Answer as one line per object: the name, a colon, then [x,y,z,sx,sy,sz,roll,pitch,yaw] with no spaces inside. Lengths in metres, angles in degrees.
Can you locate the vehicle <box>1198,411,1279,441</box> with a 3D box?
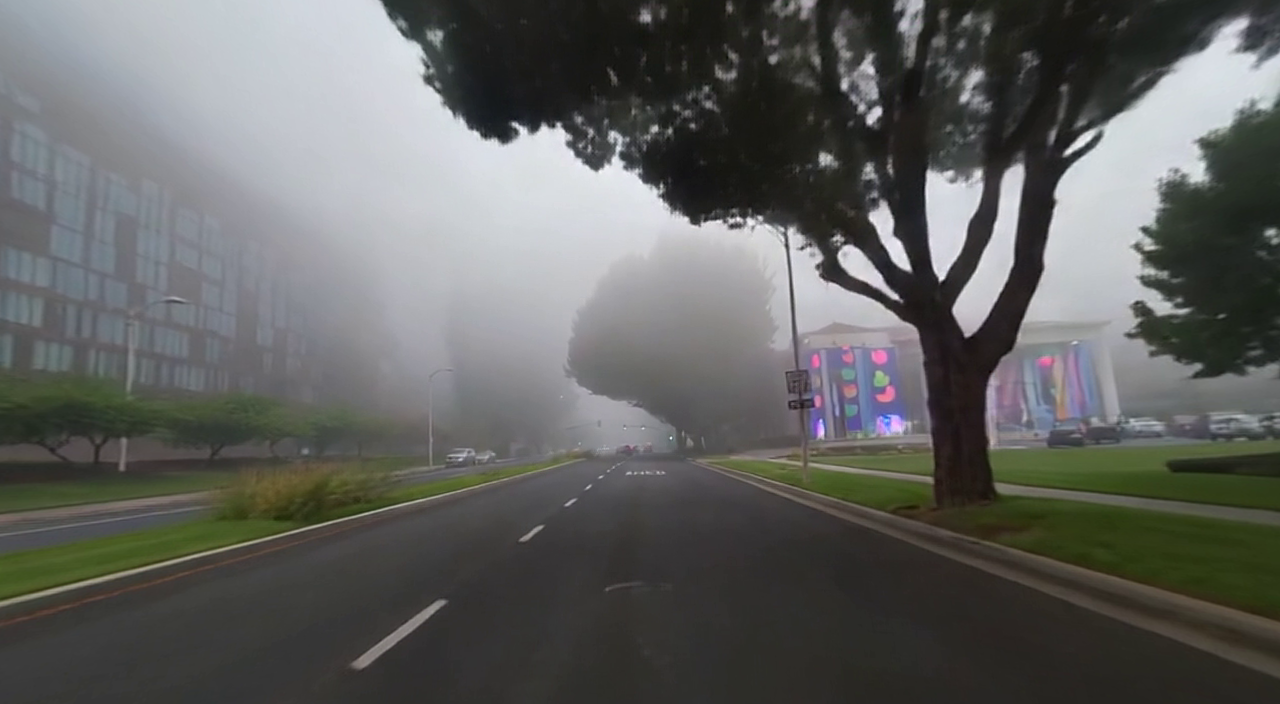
vehicle: [33.774,4.166,34.882,1.866,1.550,3.927,0,-8,2]

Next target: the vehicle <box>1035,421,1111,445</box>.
vehicle: [28.212,5.341,41.097,1.895,1.503,4.234,1,-9,0]

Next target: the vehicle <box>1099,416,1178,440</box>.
vehicle: [33.541,5.183,42.371,1.917,1.469,4.195,0,-9,1]
